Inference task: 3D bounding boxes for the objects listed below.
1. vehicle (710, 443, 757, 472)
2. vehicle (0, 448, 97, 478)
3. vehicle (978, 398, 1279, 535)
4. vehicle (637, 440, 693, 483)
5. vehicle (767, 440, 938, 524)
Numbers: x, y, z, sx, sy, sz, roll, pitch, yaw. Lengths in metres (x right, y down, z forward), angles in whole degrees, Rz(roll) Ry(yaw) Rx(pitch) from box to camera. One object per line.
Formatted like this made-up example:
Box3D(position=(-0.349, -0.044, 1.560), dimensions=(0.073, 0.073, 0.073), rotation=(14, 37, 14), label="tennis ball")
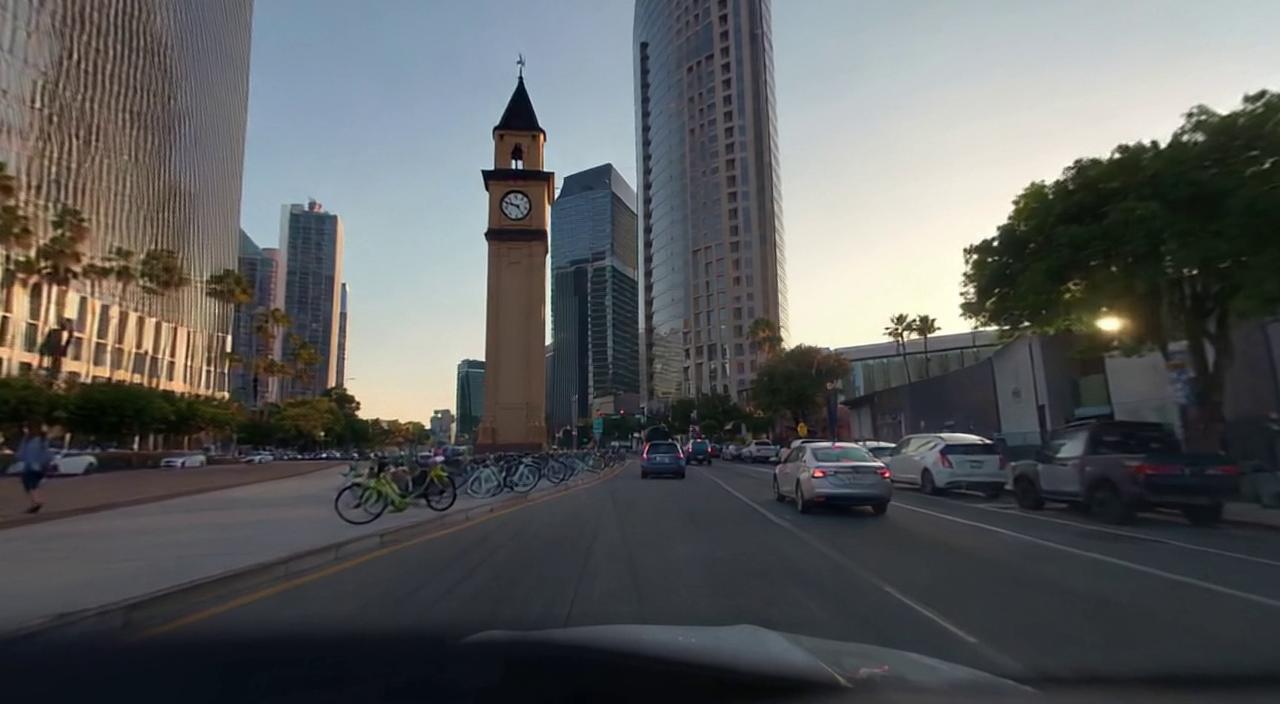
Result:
Box3D(position=(5.462, 6.246, 37.493), dimensions=(1.981, 1.572, 4.718), rotation=(0, -9, -1), label="vehicle")
Box3D(position=(-39.365, 7.379, 42.248), dimensions=(2.034, 1.862, 5.122), rotation=(1, -9, -9), label="vehicle")
Box3D(position=(9.246, 2.224, 12.727), dimensions=(2.093, 2.154, 5.193), rotation=(0, -9, 2), label="vehicle")
Box3D(position=(0.987, 4.384, 25.545), dimensions=(2.111, 1.605, 3.832), rotation=(0, -9, 2), label="vehicle")
Box3D(position=(4.325, 2.726, 13.850), dimensions=(2.116, 1.500, 4.702), rotation=(0, -9, 0), label="vehicle")
